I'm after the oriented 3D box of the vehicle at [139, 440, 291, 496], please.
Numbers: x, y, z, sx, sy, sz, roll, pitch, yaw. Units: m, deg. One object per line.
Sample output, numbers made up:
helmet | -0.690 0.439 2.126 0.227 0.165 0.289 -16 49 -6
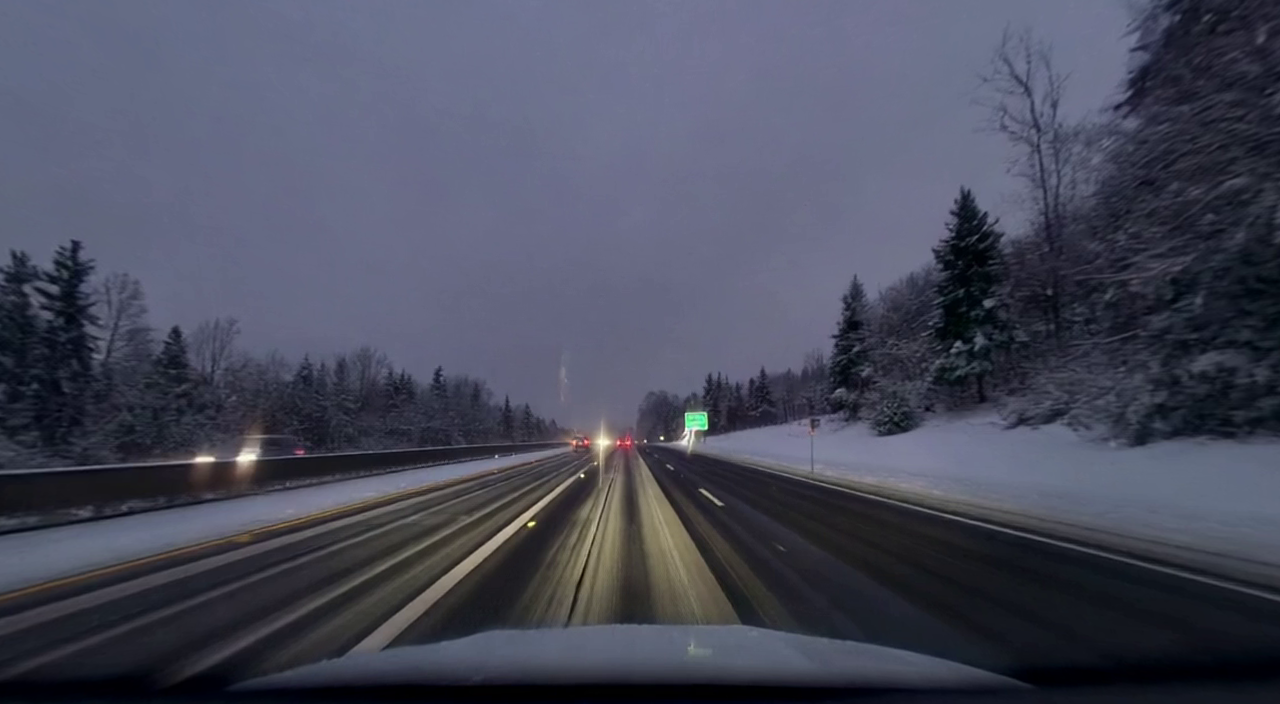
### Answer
vehicle | -12.970 3.510 19.576 1.838 1.523 4.224 0 -8 -1
